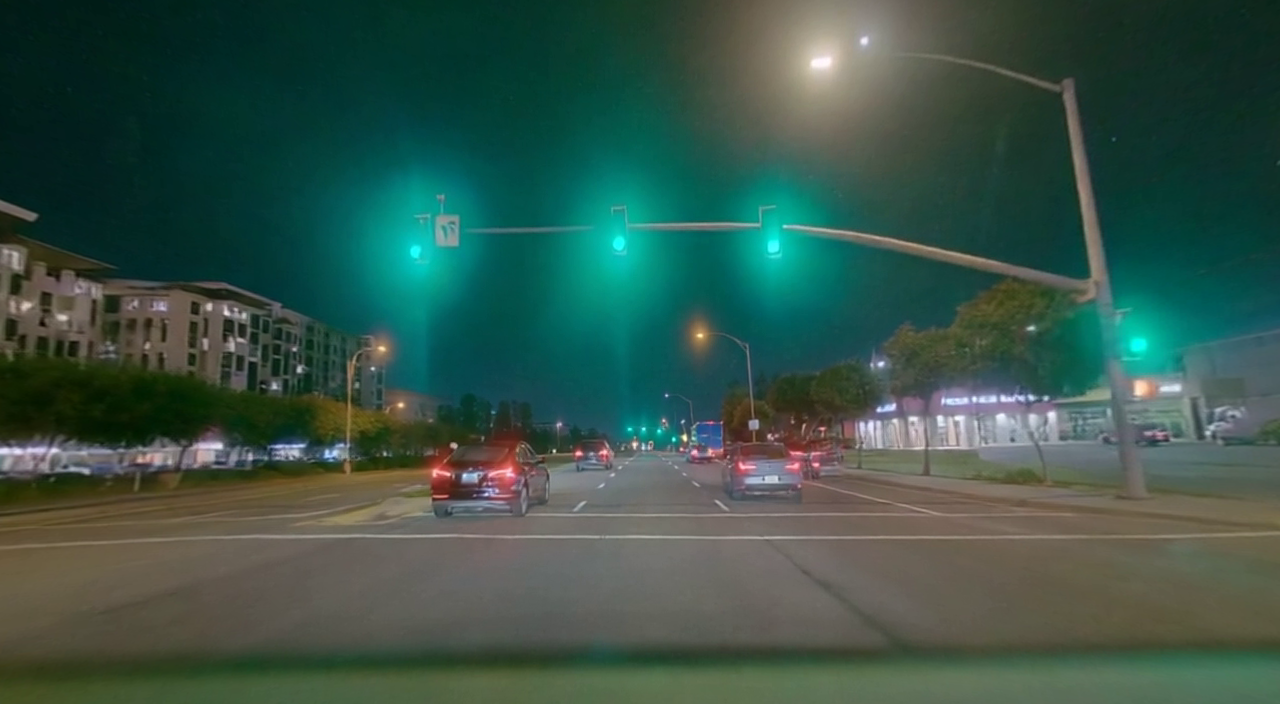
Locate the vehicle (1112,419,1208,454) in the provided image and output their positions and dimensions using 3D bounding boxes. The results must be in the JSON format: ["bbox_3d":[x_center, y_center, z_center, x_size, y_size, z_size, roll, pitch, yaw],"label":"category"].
[{"bbox_3d":[40.313,6.623,49.065,2.787,2.561,5.416,-1,-9,1],"label":"vehicle"}]

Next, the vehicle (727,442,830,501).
[{"bbox_3d":[3.772,3.318,17.951,1.972,1.452,4.189,0,-8,0],"label":"vehicle"}]

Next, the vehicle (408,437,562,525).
[{"bbox_3d":[-2.994,2.586,13.274,2.003,1.509,4.396,0,-8,2],"label":"vehicle"}]

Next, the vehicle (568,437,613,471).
[{"bbox_3d":[-2.734,5.737,35.599,2.137,1.796,4.304,0,-8,1],"label":"vehicle"}]

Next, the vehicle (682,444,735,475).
[{"bbox_3d":[3.438,5.476,32.392,2.020,1.461,4.326,0,-8,-3],"label":"vehicle"}]
